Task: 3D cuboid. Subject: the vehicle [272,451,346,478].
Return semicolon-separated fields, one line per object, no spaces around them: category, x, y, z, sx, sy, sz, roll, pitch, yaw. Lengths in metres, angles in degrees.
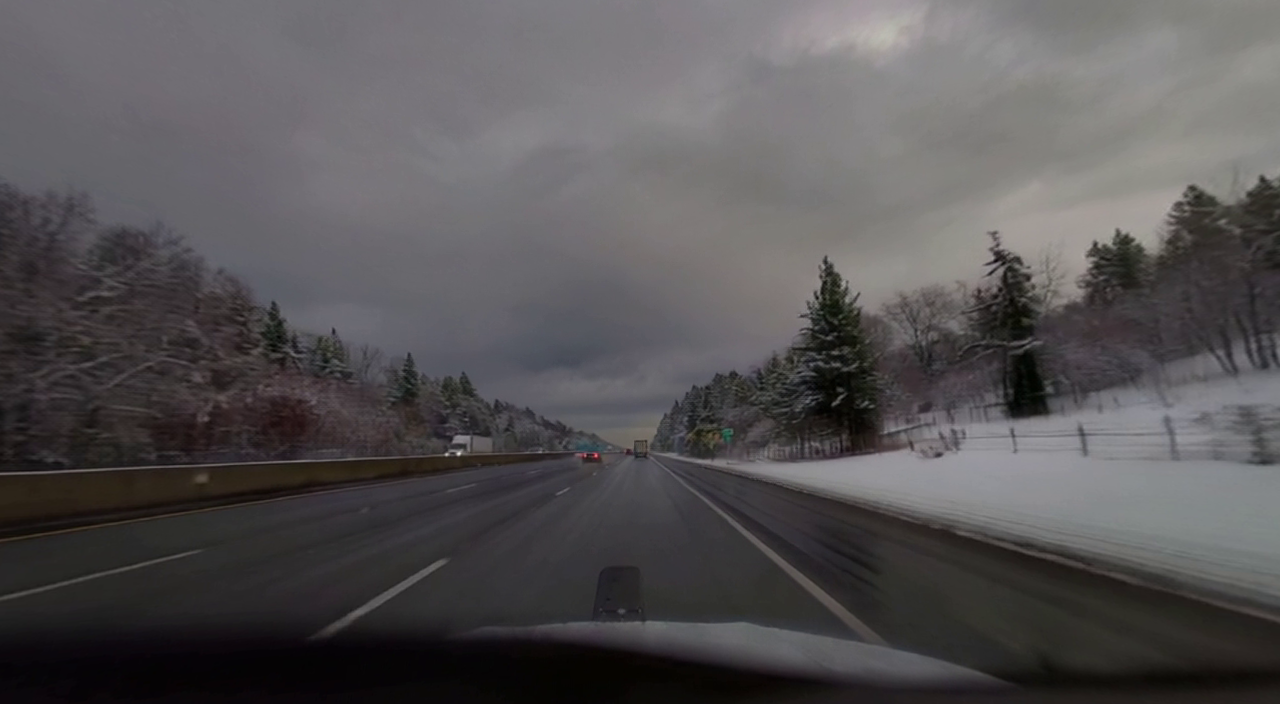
vehicle;-19.160;6.521;36.745;1.876;1.475;4.484;0;-9;0
